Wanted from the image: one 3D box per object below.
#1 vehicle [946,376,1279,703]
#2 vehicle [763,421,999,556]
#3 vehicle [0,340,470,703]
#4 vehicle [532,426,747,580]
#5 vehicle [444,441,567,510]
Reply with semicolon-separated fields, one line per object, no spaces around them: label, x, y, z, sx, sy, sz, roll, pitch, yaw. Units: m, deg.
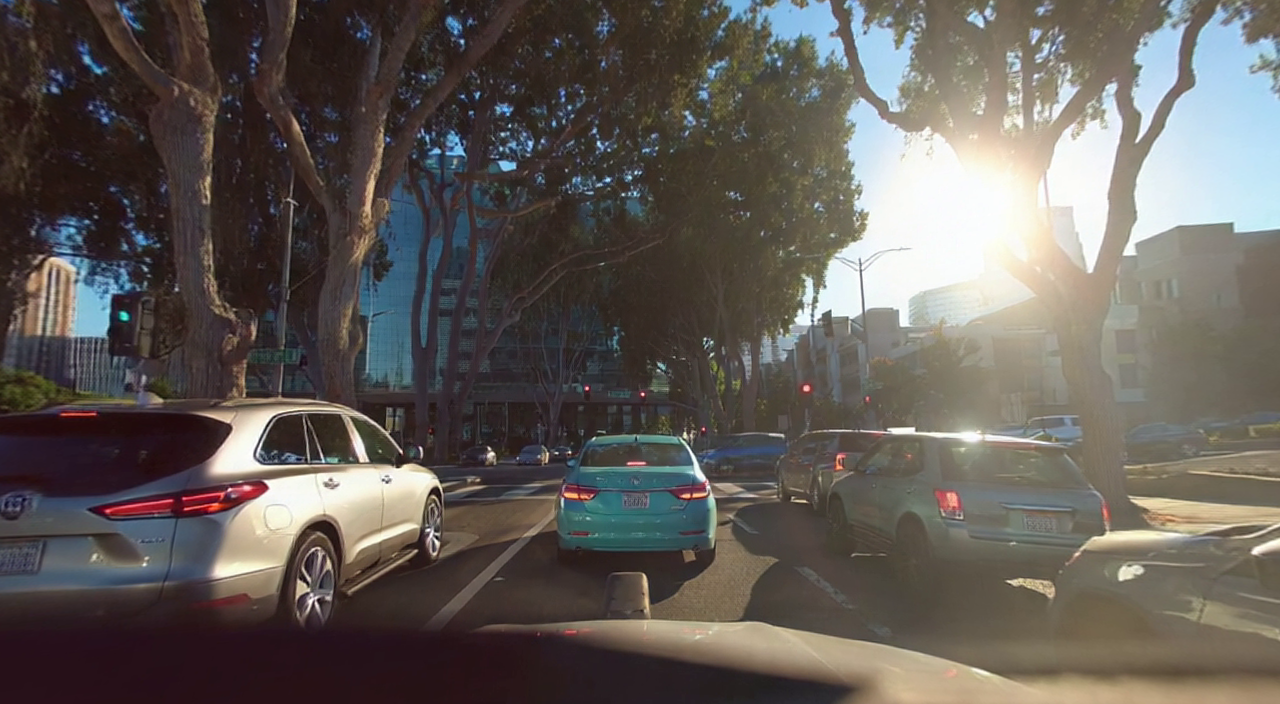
vehicle;3.320;0.960;2.825;1.899;1.588;3.888;0;-8;0
vehicle;3.410;2.018;10.037;2.040;1.647;4.379;0;-9;0
vehicle;-3.146;1.164;5.065;2.168;1.750;4.625;-1;-9;1
vehicle;-0.032;1.802;8.332;2.147;1.507;3.953;0;-9;-1
vehicle;-3.063;2.906;15.322;1.975;1.420;4.196;-1;-9;1
